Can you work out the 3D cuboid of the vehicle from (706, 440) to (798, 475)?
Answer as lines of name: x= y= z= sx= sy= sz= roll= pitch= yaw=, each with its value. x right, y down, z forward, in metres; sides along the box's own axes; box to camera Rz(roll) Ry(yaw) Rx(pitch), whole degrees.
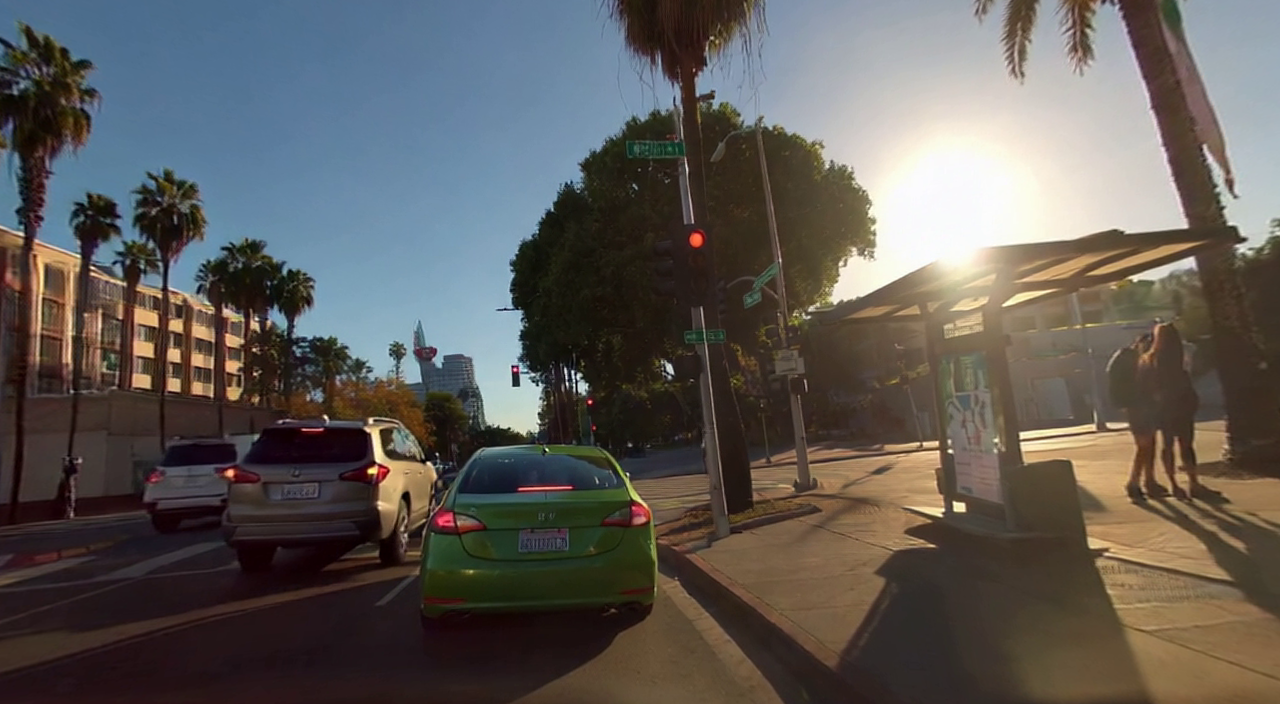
vehicle: x=5.453 y=5.148 z=30.967 sx=3.987 sy=1.636 sz=1.903 roll=2 pitch=-8 yaw=-14

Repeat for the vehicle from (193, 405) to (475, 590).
vehicle: x=-3.719 y=1.825 z=8.826 sx=2.098 sy=1.851 sz=4.571 roll=1 pitch=-9 yaw=-7

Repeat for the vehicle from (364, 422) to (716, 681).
vehicle: x=-0.867 y=1.484 z=5.954 sx=2.065 sy=1.467 sz=4.289 roll=1 pitch=-9 yaw=-8
